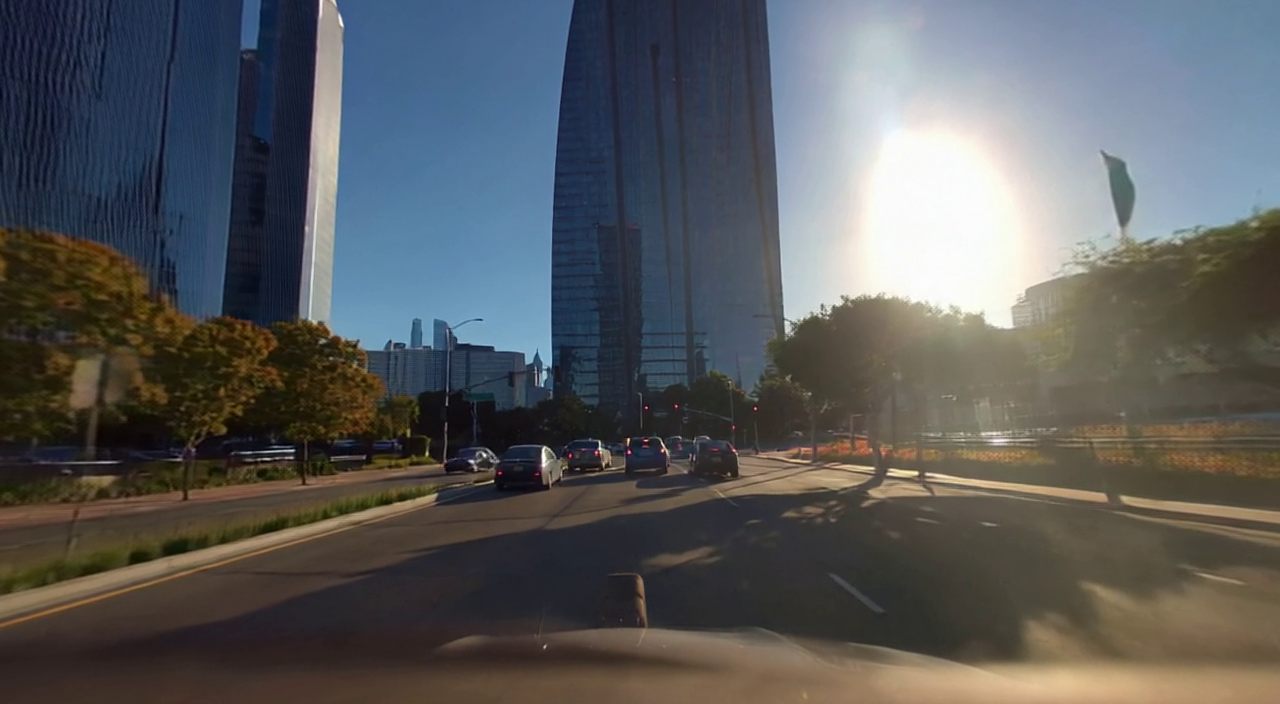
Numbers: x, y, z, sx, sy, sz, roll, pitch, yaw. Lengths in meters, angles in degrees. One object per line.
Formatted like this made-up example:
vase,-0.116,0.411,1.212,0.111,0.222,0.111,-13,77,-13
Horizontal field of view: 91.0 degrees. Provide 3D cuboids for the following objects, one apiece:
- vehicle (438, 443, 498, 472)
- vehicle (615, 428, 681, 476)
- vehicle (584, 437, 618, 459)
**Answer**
vehicle,-9.851,6.076,36.417,1.967,1.552,4.536,-1,-9,4
vehicle,0.326,4.272,27.050,2.601,1.878,4.535,0,-8,0
vehicle,-2.833,7.118,46.615,2.103,1.569,3.861,0,-9,2
